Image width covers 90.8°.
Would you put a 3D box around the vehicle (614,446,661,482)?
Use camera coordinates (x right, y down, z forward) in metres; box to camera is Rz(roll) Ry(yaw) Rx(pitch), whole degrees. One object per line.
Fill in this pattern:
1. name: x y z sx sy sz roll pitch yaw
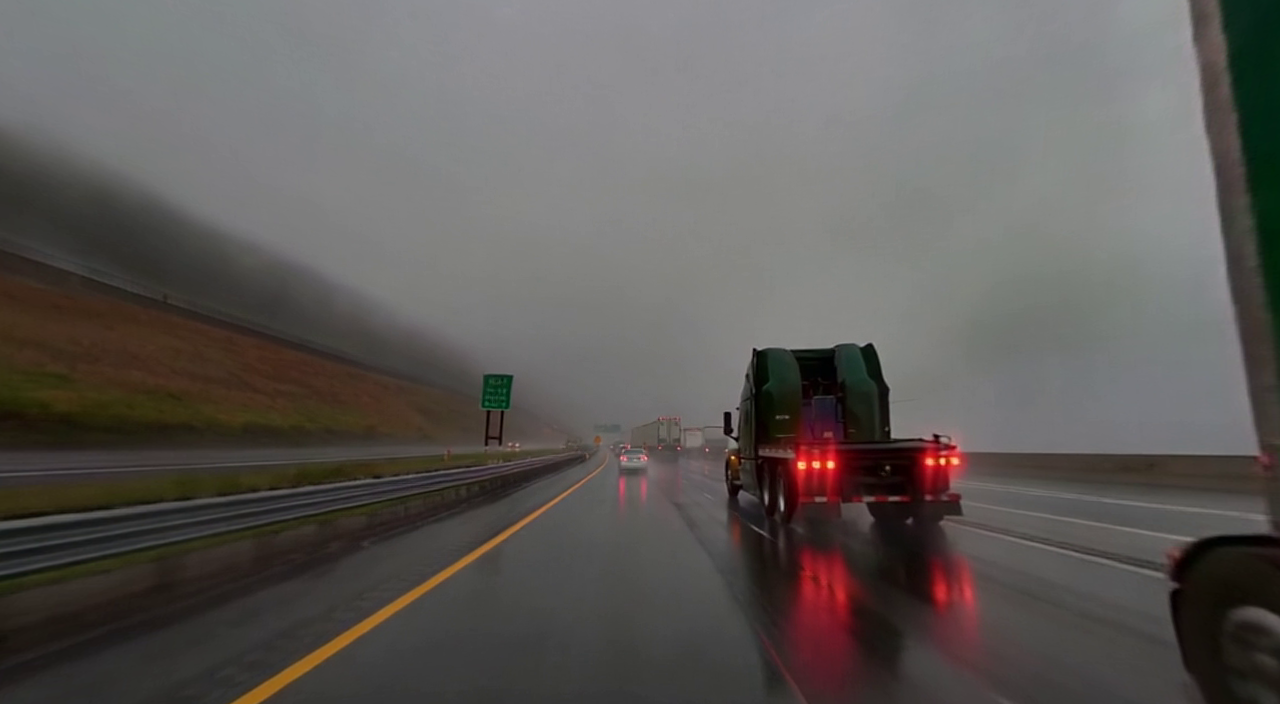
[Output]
1. vehicle: -0.122 4.950 28.065 1.927 1.437 3.794 0 -9 -1

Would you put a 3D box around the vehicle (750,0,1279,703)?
1. vehicle: 3.602 0.176 5.321 2.874 4.065 14.243 0 -9 0
